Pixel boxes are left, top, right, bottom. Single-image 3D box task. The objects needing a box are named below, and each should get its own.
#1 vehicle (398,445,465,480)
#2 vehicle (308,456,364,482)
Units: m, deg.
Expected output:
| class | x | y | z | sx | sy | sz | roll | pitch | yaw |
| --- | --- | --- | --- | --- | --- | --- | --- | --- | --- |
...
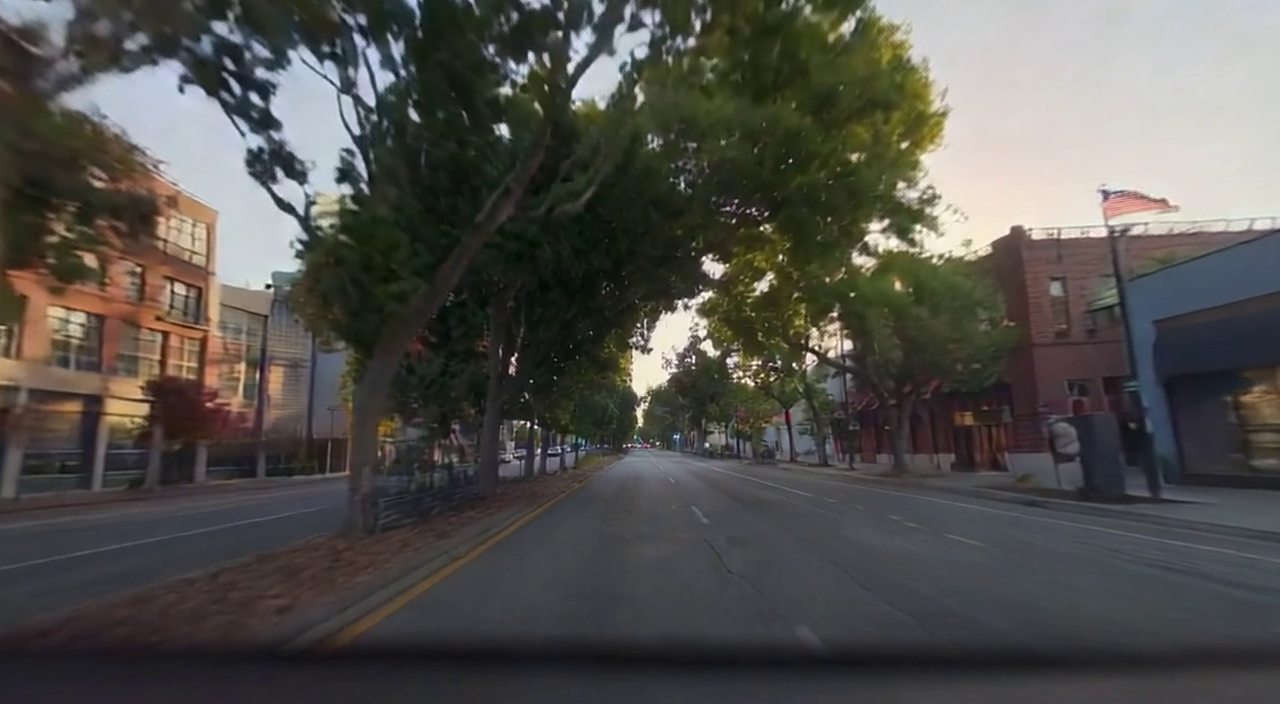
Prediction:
| class | x | y | z | sx | sy | sz | roll | pitch | yaw |
| --- | --- | --- | --- | --- | --- | --- | --- | --- | --- |
| vehicle | -12.477 | 6.631 | 38.266 | 2.139 | 1.931 | 5.419 | 0 | -8 | 1 |
| vehicle | -19.803 | 7.623 | 41.302 | 1.855 | 1.498 | 3.587 | 0 | -8 | 1 |
